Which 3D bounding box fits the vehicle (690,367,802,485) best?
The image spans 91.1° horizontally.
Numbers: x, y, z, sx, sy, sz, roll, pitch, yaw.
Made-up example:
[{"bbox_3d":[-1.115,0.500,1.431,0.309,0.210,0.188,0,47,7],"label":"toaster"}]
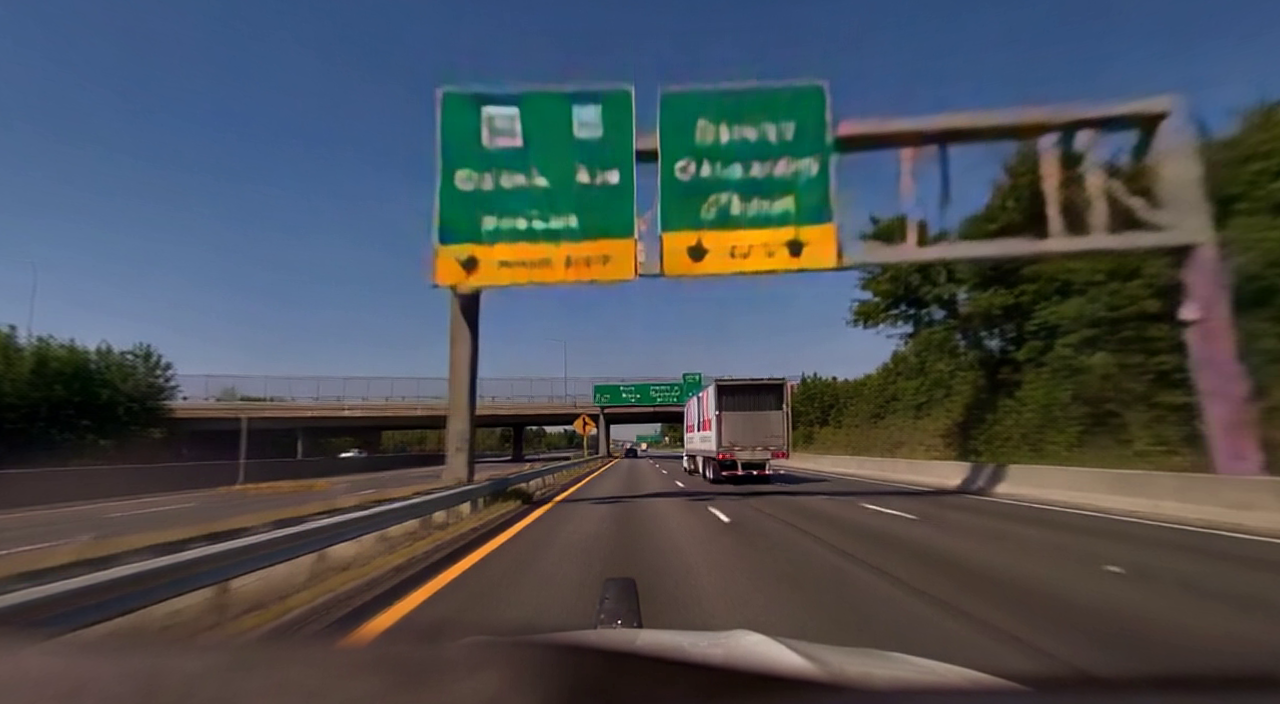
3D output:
[{"bbox_3d":[3.963,3.158,25.811,2.879,4.075,8.126,0,-9,-2],"label":"vehicle"}]
